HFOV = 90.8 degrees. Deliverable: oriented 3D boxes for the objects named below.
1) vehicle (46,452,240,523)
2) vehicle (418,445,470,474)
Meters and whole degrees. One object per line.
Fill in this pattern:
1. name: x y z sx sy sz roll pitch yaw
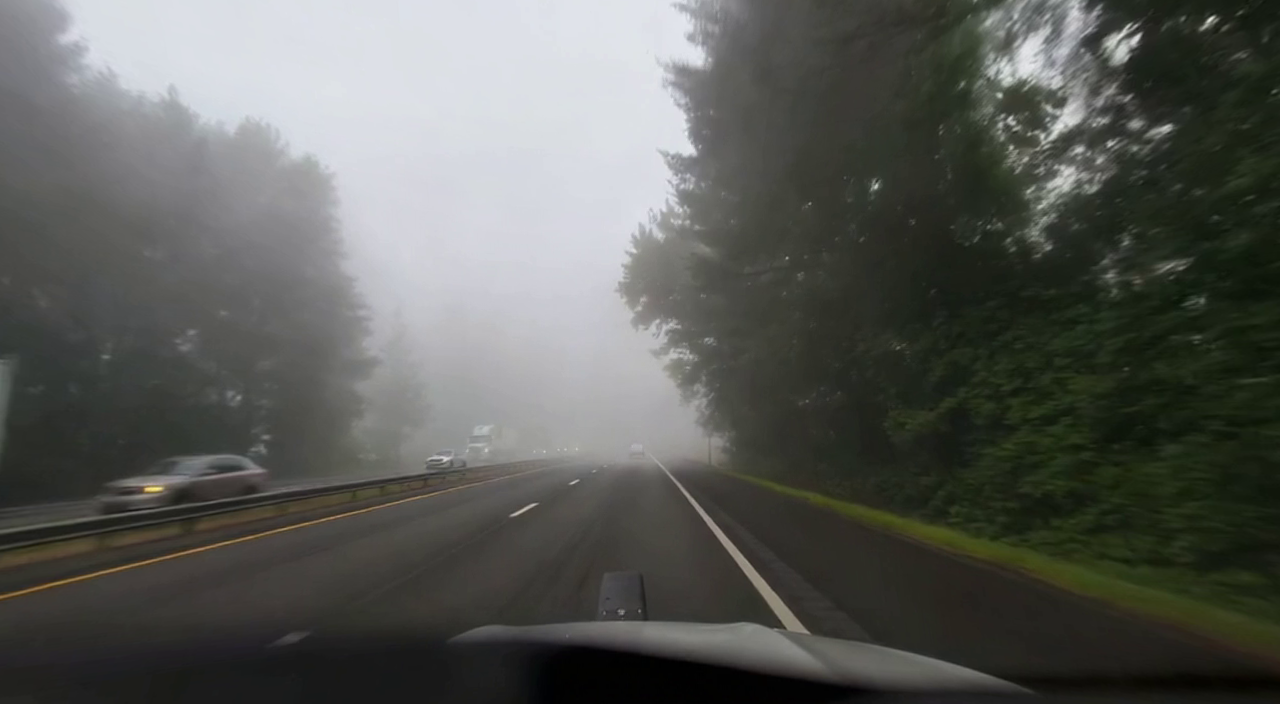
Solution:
1. vehicle: -12.110 3.265 15.751 1.762 1.521 3.738 0 -9 0
2. vehicle: -12.388 6.834 40.142 1.904 1.704 4.258 0 -9 1
